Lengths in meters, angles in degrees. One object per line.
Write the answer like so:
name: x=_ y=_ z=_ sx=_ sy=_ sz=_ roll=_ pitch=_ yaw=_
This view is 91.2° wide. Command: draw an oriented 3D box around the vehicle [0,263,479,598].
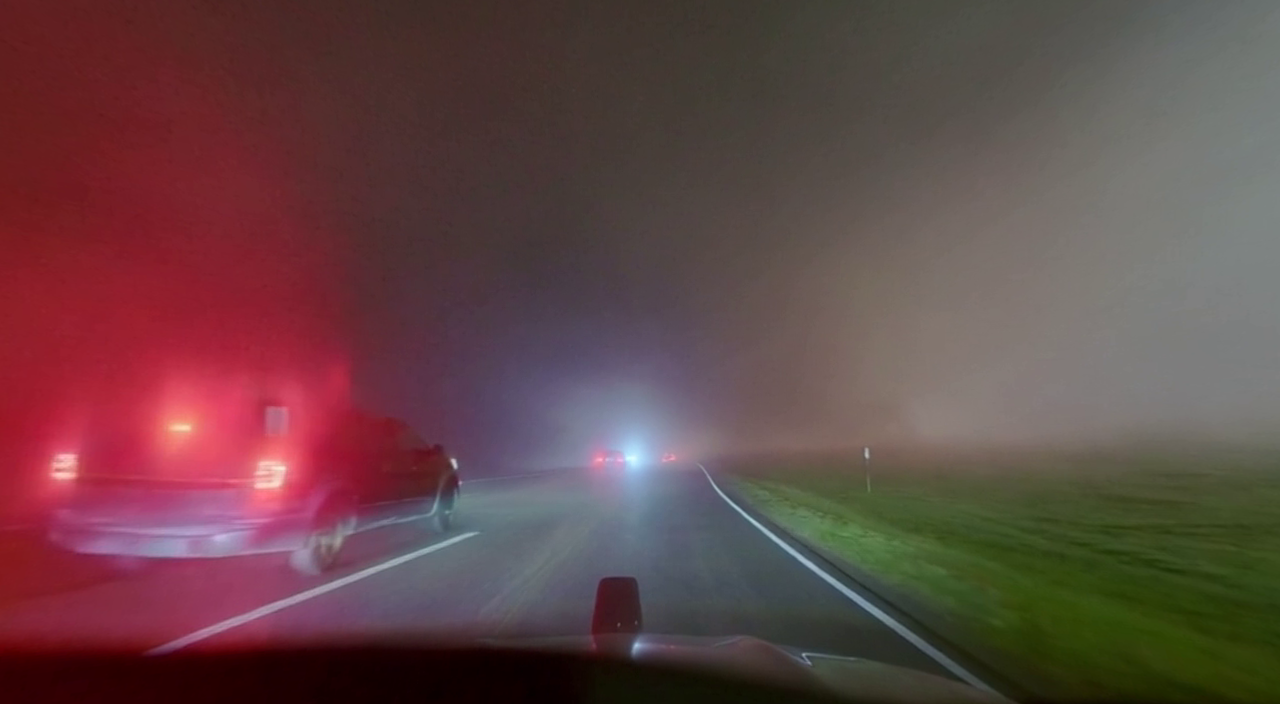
vehicle: x=-5.398 y=1.332 z=10.228 sx=2.757 sy=3.370 sz=7.606 roll=-1 pitch=-9 yaw=6

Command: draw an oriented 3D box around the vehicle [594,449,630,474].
vehicle: x=-1.962 y=7.812 z=44.943 sx=2.106 sy=1.679 sz=3.908 roll=-1 pitch=-9 yaw=5
